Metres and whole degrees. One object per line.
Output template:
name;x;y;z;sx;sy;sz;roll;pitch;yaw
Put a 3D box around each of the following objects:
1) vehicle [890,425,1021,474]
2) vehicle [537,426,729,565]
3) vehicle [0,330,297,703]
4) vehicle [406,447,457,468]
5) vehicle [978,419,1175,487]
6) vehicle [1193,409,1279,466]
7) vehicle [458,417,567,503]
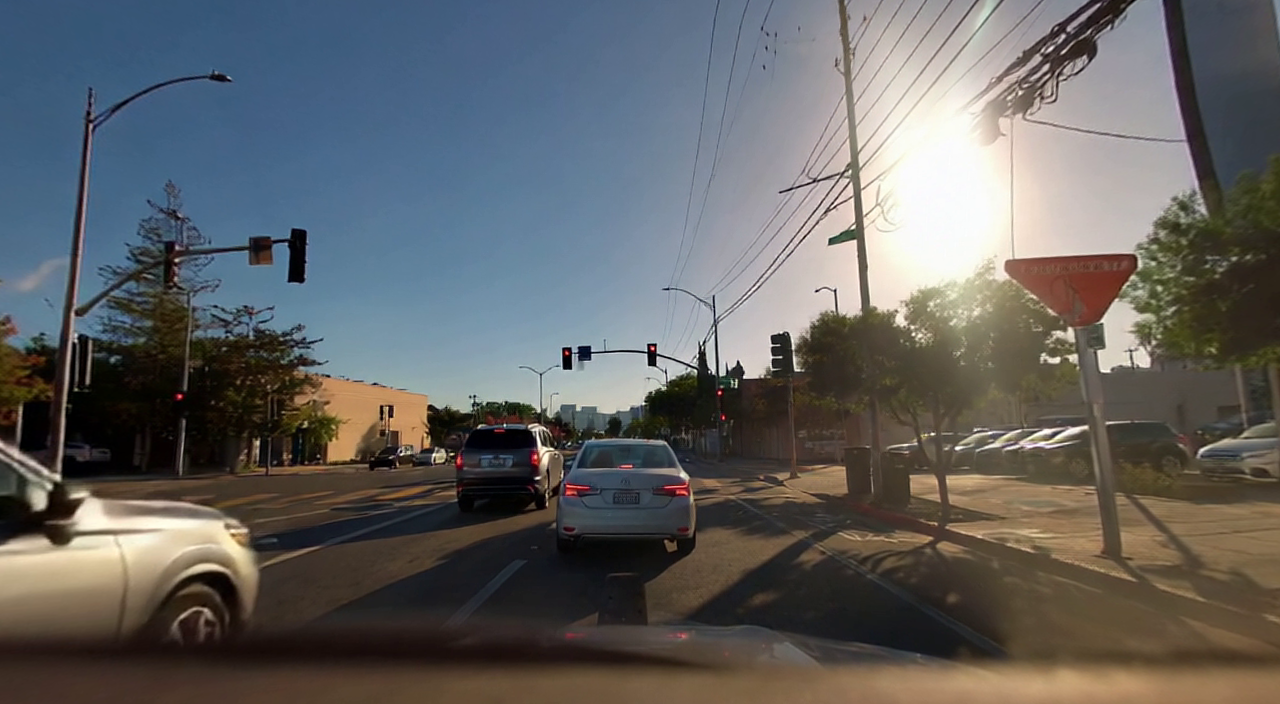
vehicle;10.647;3.342;21.752;1.842;1.471;4.481;1;-8;-6
vehicle;-0.154;1.866;9.004;2.070;1.481;4.216;0;-8;-2
vehicle;-2.892;0.728;1.468;2.003;1.681;3.878;0;-8;-1
vehicle;-15.544;7.799;46.878;2.111;1.511;4.641;6;-10;-36
vehicle;10.530;2.485;15.710;1.888;1.455;4.268;0;-8;1
vehicle;18.724;2.544;18.707;4.446;1.511;1.977;4;-10;-29
vehicle;-3.039;2.674;16.031;2.106;1.852;4.512;0;-8;-4
